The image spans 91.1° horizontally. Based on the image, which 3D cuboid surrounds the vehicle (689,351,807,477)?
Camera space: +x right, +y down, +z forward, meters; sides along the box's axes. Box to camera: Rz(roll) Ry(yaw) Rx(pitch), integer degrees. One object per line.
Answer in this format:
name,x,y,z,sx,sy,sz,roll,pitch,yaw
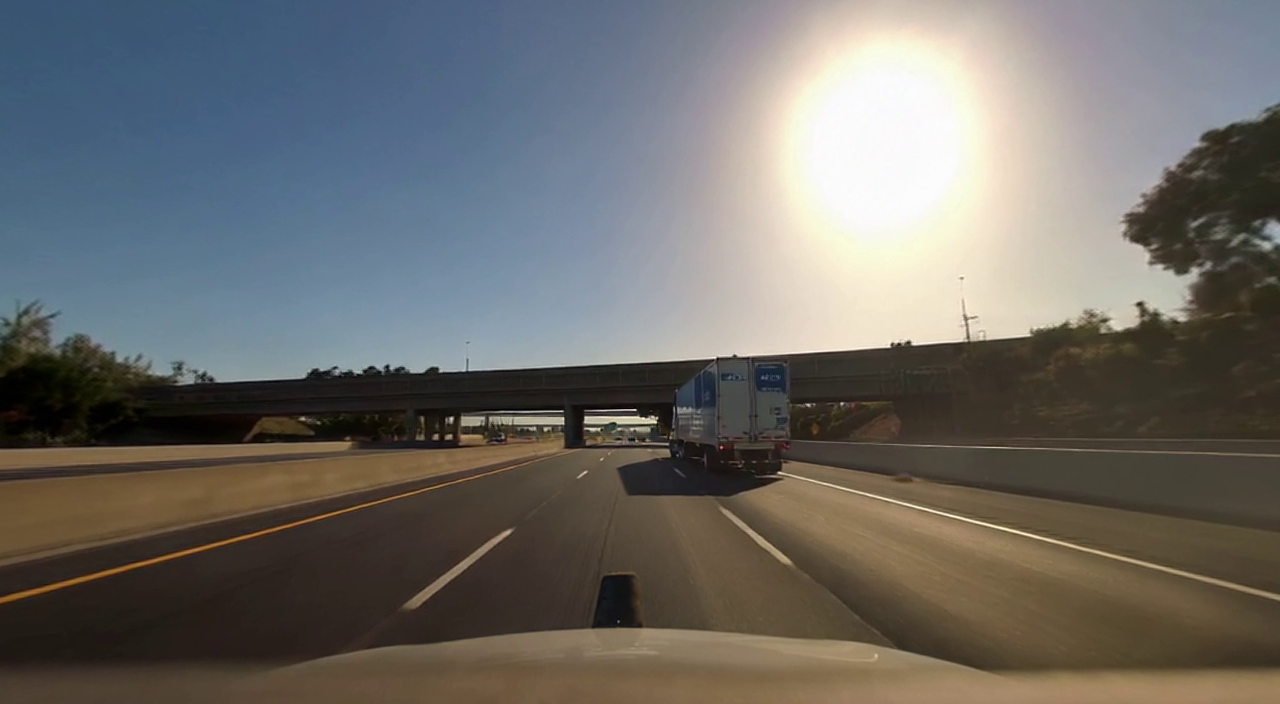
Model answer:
vehicle,3.762,2.545,24.490,2.880,3.986,9.103,0,-8,0
